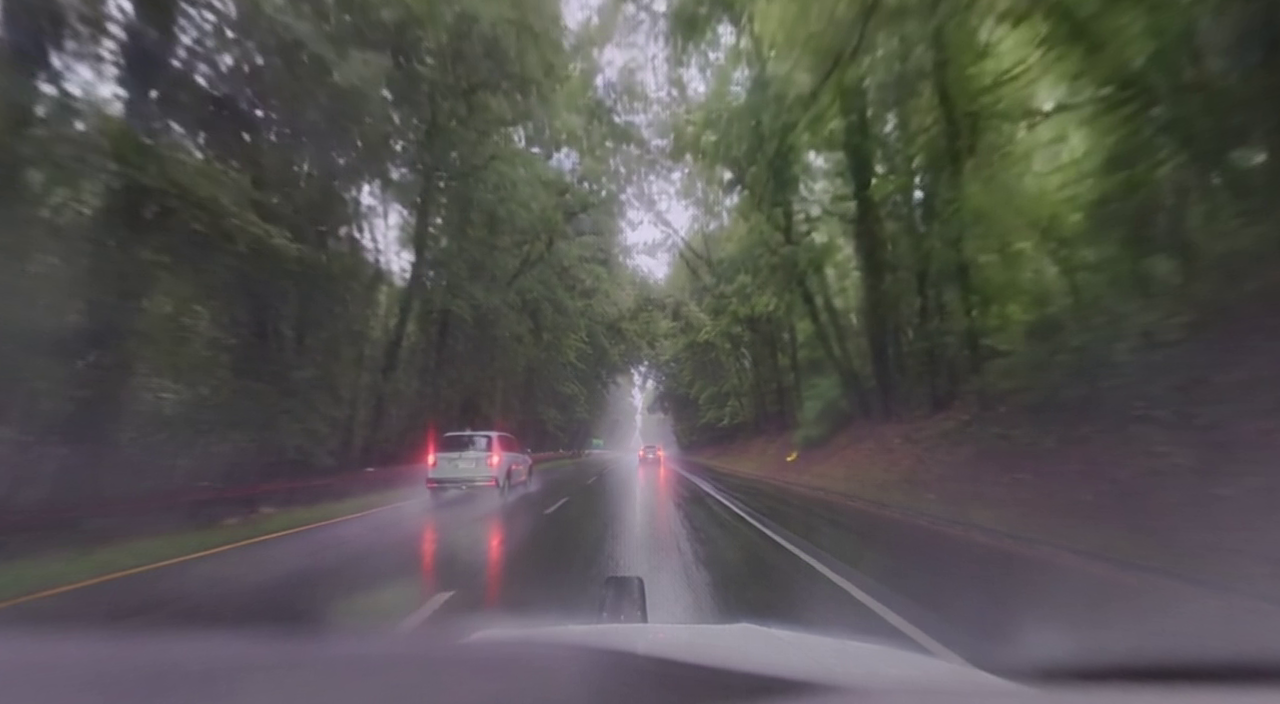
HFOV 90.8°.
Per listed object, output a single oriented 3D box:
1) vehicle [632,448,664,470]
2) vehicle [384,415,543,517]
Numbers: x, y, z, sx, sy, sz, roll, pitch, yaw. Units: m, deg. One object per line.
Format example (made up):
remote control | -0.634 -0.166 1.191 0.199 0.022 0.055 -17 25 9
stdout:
vehicle | 0.494 7.313 43.361 2.046 1.452 4.407 0 -9 -1
vehicle | -3.959 2.692 15.329 2.418 2.049 4.930 0 -9 0
